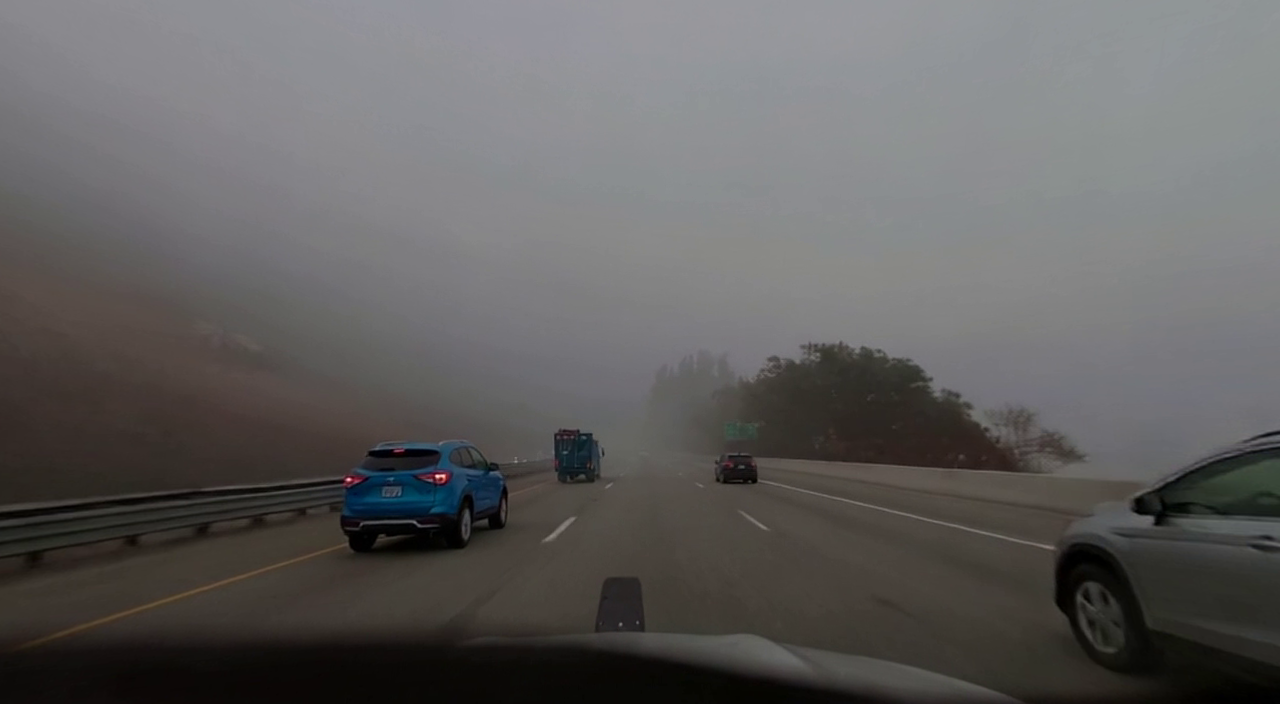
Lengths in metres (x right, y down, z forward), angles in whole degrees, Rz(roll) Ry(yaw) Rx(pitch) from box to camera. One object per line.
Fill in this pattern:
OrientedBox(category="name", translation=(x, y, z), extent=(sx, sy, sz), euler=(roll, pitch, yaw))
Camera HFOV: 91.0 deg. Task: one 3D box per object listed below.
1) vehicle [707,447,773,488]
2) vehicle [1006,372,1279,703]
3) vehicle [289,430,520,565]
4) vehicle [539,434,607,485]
OrientedBox(category="vehicle", translation=(4.236, 4.954, 27.418), extent=(2.071, 1.570, 4.637), euler=(0, -9, 0))
OrientedBox(category="vehicle", translation=(3.877, 0.903, 2.520), extent=(2.066, 1.696, 4.604), euler=(0, -9, 1))
OrientedBox(category="vehicle", translation=(-3.455, 2.203, 10.307), extent=(2.080, 1.716, 4.207), euler=(0, -9, 1))
OrientedBox(category="vehicle", translation=(-2.972, 4.960, 29.388), extent=(2.494, 2.136, 5.539), euler=(0, -9, 1))
